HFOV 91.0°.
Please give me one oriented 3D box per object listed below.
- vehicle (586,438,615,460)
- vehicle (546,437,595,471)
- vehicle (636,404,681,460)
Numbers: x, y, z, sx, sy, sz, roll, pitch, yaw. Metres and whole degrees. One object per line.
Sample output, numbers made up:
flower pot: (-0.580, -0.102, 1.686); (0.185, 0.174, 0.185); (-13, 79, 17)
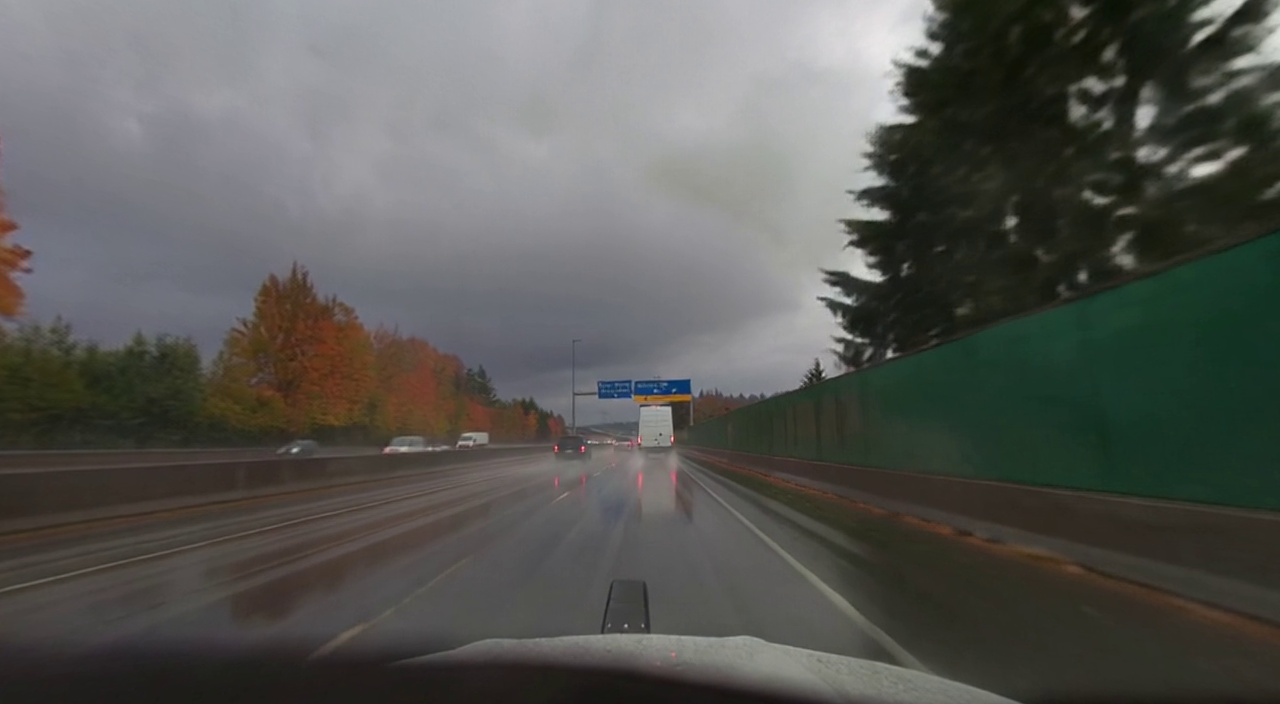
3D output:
vehicle: (-2.976, 7.424, 48.427); (1.962, 1.575, 4.158); (0, -8, 0)
vehicle: (-3.321, 4.957, 30.900); (1.927, 1.556, 3.921); (0, -8, 1)
vehicle: (1.309, 6.014, 46.771); (2.933, 3.701, 10.425); (0, -8, 1)
